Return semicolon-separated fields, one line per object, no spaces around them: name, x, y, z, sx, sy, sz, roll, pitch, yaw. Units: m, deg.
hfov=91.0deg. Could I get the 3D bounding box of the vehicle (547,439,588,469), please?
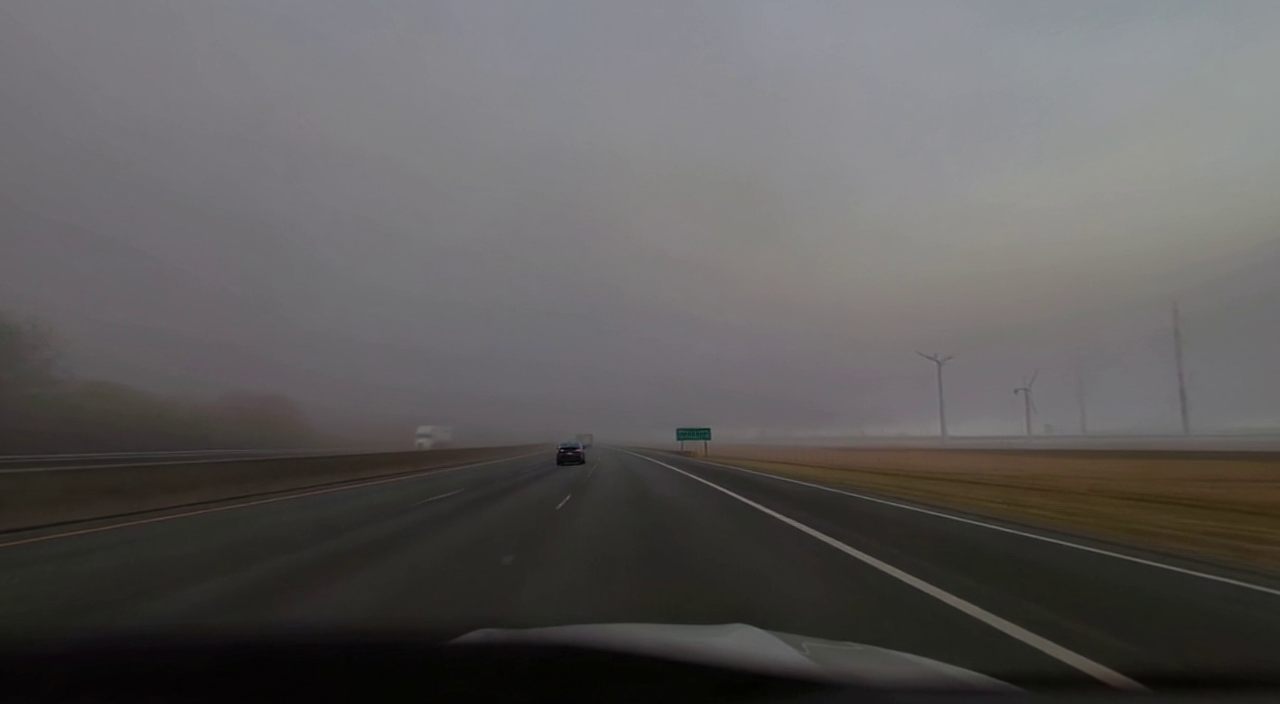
vehicle;-4.054;5.757;35.782;2.053;1.549;4.097;0;-8;-3
